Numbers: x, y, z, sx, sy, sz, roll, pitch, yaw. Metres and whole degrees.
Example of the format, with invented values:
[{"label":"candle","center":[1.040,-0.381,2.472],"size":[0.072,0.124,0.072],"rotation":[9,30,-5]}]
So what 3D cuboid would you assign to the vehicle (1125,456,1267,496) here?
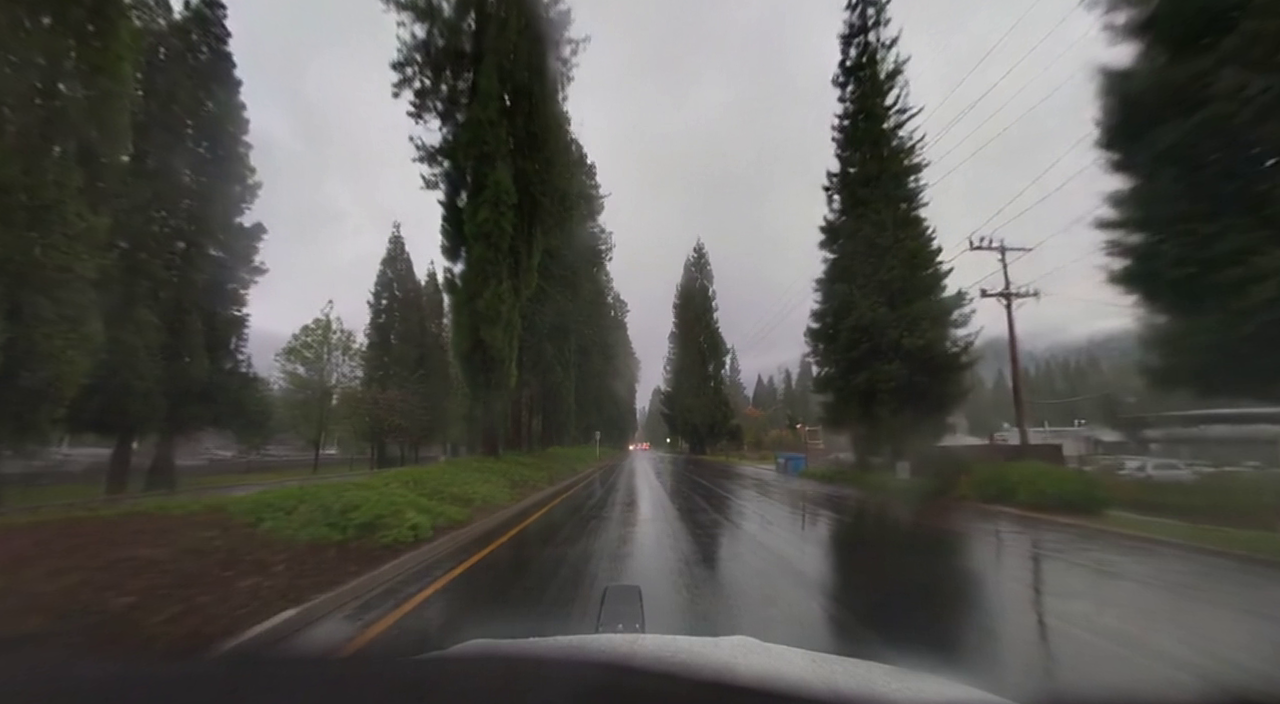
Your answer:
[{"label":"vehicle","center":[24.732,5.493,28.195],"size":[4.592,1.626,1.940],"rotation":[0,-9,-4]}]
